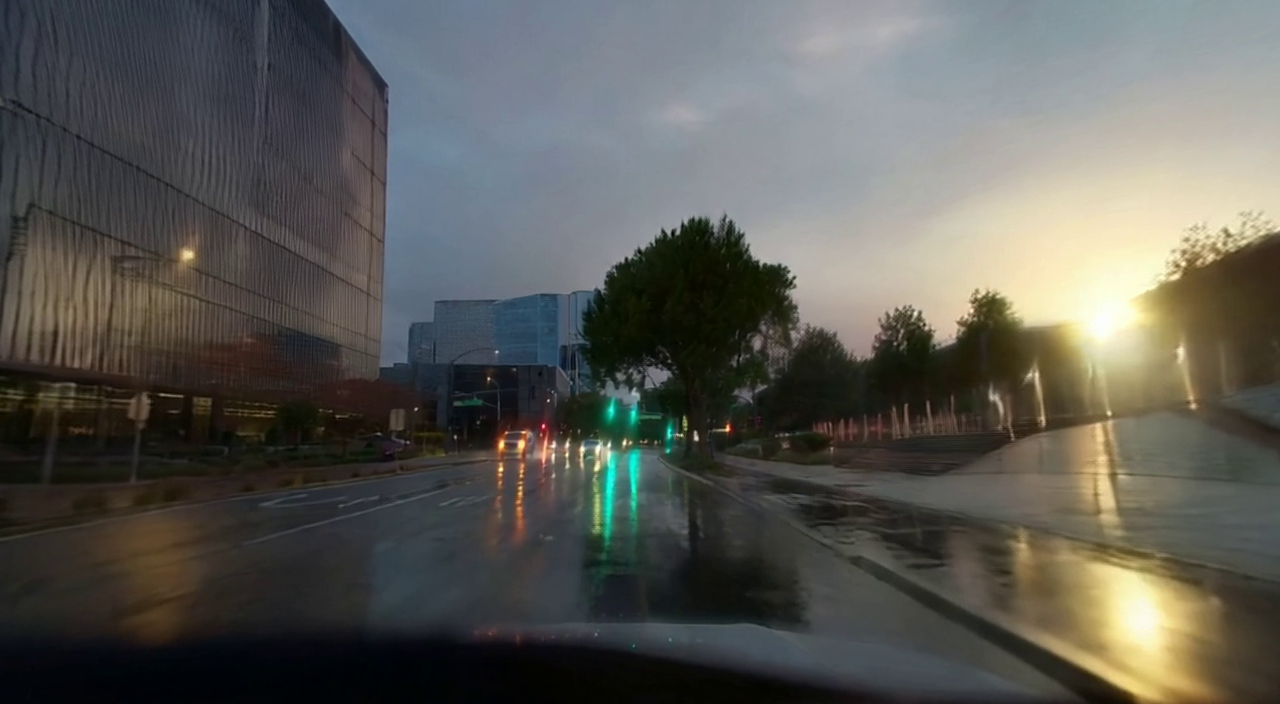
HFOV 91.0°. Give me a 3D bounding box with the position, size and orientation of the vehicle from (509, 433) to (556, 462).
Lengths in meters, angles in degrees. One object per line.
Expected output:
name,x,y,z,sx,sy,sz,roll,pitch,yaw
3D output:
vehicle,-7.217,6.497,42.935,2.204,1.844,4.766,0,-9,2
